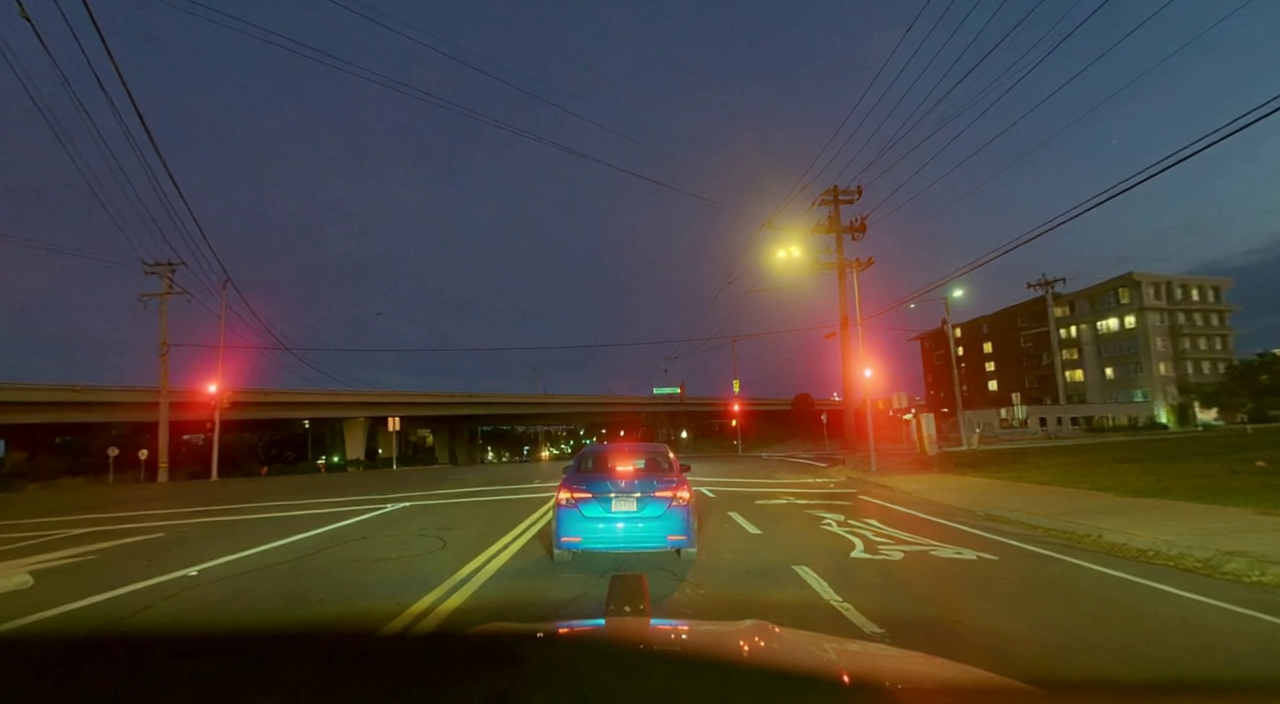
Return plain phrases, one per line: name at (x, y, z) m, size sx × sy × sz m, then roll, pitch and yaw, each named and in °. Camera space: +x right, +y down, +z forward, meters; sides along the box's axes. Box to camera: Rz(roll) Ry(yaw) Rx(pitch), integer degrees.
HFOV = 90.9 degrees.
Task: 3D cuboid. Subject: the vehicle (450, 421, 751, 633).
vehicle at (-0.245, 1.530, 6.477) m, size 2.090 × 1.458 × 4.033 m, roll -1°, pitch -9°, yaw 1°
